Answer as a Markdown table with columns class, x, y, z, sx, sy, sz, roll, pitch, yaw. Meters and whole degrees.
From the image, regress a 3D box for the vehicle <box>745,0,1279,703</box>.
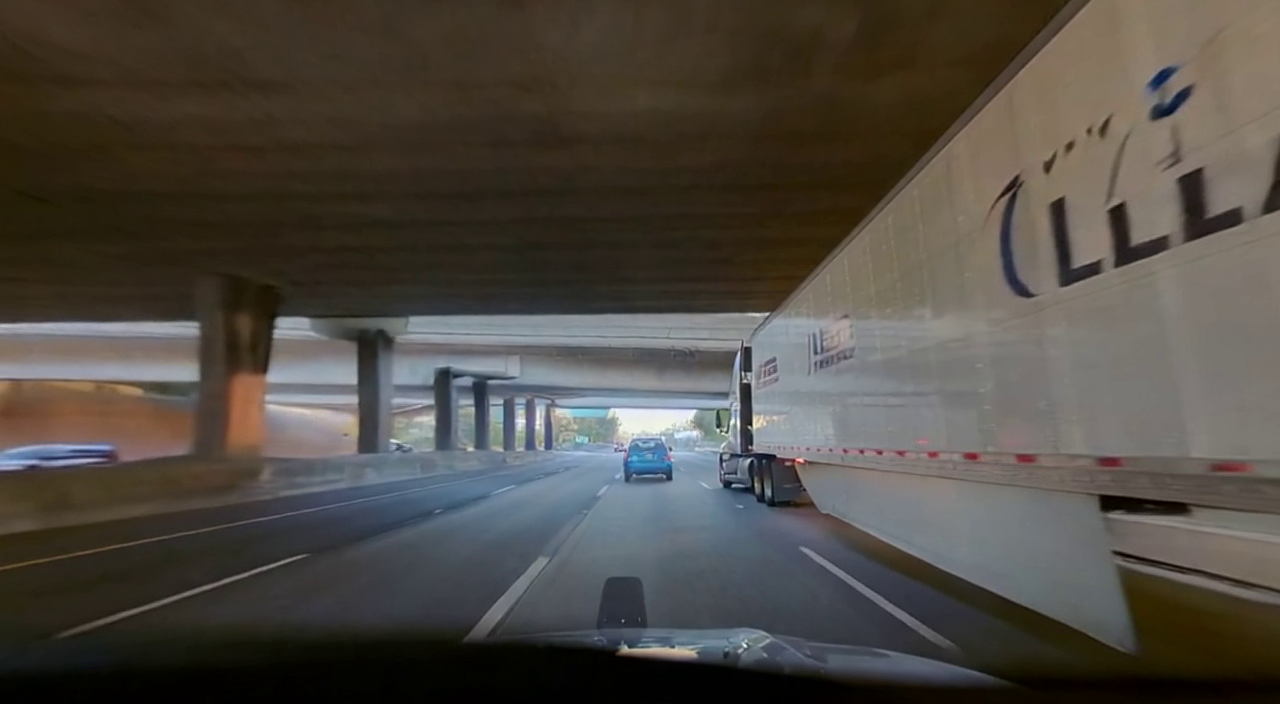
| class | x | y | z | sx | sy | sz | roll | pitch | yaw |
| --- | --- | --- | --- | --- | --- | --- | --- | --- | --- |
| vehicle | 3.392 | -0.138 | 4.585 | 2.909 | 4.135 | 15.820 | -1 | -8 | 1 |

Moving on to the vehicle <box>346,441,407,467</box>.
| class | x | y | z | sx | sy | sz | roll | pitch | yaw |
| --- | --- | --- | --- | --- | --- | --- | --- | --- | --- |
| vehicle | -18.435 | 7.147 | 44.180 | 2.016 | 1.678 | 4.947 | 0 | -8 | 2 |

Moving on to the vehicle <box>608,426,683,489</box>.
| class | x | y | z | sx | sy | sz | roll | pitch | yaw |
| --- | --- | --- | --- | --- | --- | --- | --- | --- | --- |
| vehicle | 0.188 | 3.191 | 19.303 | 2.054 | 1.706 | 4.201 | 0 | -8 | 1 |
